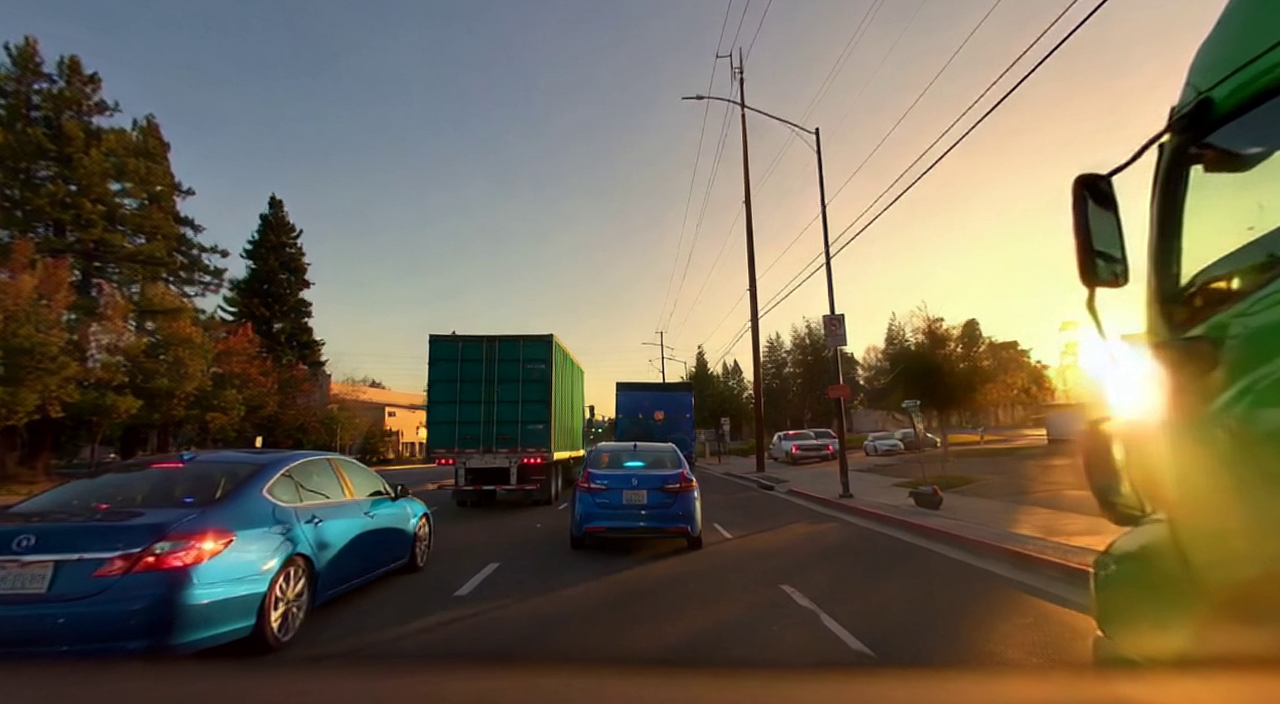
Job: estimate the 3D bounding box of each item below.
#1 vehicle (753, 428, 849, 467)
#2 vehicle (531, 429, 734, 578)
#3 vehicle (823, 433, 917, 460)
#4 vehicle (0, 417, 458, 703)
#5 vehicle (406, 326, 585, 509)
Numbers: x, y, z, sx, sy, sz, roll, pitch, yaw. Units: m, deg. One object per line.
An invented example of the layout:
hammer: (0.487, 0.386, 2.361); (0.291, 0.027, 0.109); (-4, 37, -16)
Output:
vehicle: (8.171, 4.910, 32.408); (2.061, 1.845, 4.829); (4, -9, -27)
vehicle: (-0.116, 1.854, 8.541); (2.067, 1.506, 4.118); (0, -8, -1)
vehicle: (12.919, 5.339, 35.501); (4.574, 1.478, 1.880); (0, -8, 2)
vehicle: (-3.084, 1.352, 4.987); (1.969, 1.471, 4.378); (0, -8, 0)
vehicle: (-3.279, 1.843, 16.626); (3.020, 3.800, 7.105); (0, -8, 0)
